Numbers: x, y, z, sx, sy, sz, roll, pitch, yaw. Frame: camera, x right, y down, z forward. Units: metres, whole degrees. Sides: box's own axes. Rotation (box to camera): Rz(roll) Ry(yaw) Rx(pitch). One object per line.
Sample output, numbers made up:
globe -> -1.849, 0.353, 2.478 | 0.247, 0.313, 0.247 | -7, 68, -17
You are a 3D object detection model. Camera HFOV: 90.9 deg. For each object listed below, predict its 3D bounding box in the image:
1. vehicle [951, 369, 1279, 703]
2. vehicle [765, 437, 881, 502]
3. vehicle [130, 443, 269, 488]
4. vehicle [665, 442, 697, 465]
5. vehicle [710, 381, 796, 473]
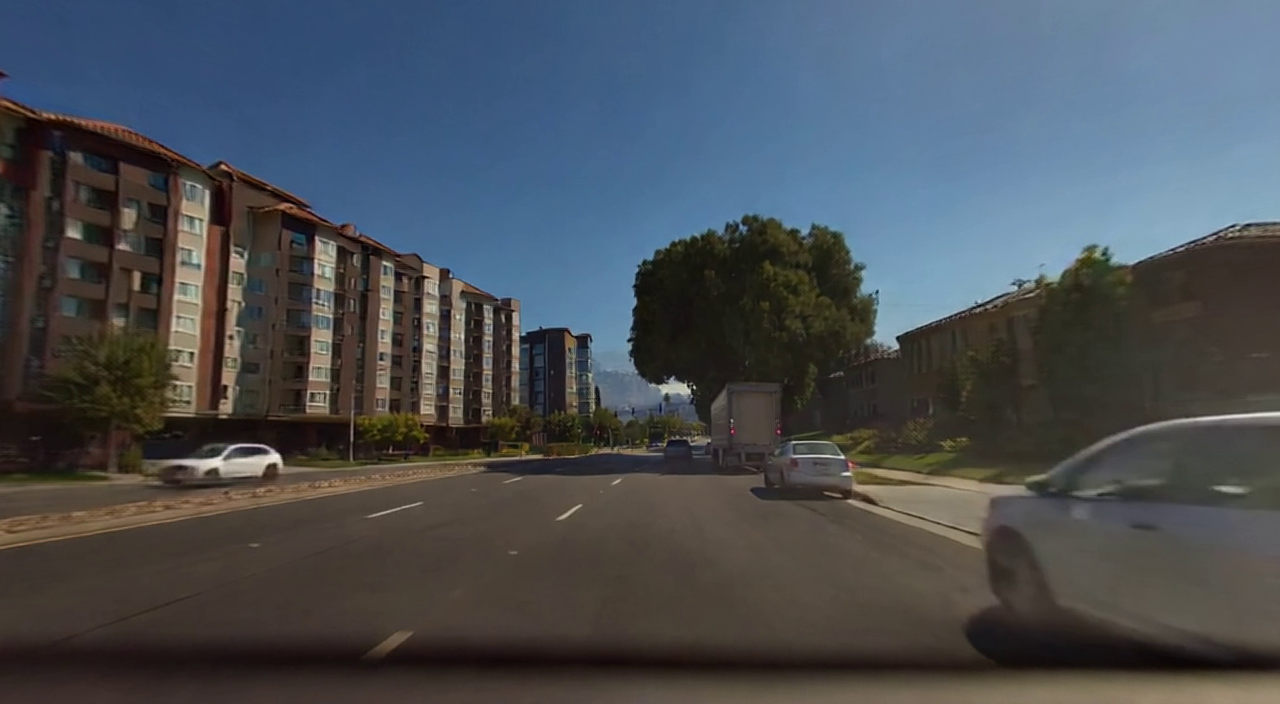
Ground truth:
vehicle -> 3.739, 0.968, 3.044 | 2.121, 1.659, 4.675 | 0, -8, 1
vehicle -> 4.614, 3.012, 16.660 | 1.884, 1.472, 4.650 | -1, -8, 3
vehicle -> -16.255, 4.184, 23.601 | 1.849, 1.488, 4.394 | -1, -8, 4
vehicle -> 2.673, 6.430, 40.257 | 1.871, 1.370, 4.206 | -1, -8, 6
vehicle -> 5.622, 4.246, 34.123 | 3.157, 3.982, 13.307 | -1, -8, 4
